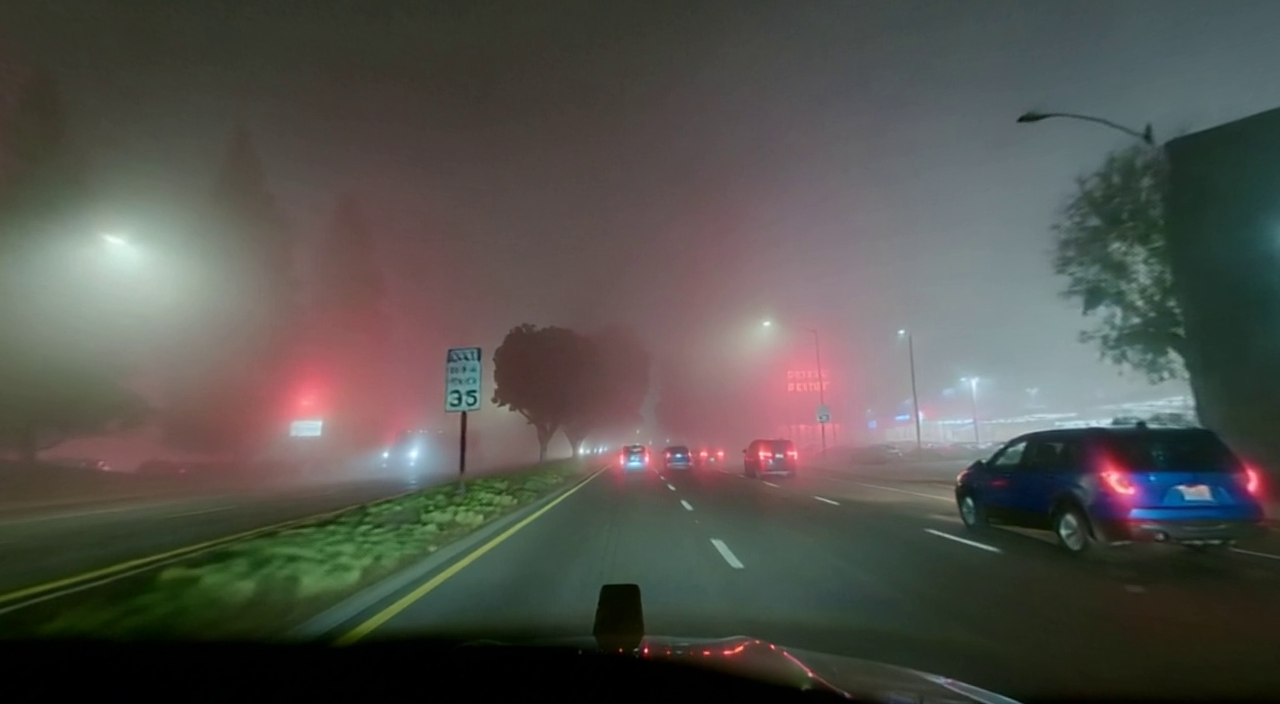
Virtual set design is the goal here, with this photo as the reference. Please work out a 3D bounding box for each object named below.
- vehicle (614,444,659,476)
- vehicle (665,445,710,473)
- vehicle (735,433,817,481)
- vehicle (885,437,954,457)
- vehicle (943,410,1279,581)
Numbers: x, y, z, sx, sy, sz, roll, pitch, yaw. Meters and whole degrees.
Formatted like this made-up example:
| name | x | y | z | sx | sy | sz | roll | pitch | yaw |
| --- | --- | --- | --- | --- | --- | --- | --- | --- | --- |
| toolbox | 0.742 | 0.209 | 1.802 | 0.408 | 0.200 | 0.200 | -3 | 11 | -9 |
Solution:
| name | x | y | z | sx | sy | sz | roll | pitch | yaw |
| --- | --- | --- | --- | --- | --- | --- | --- | --- | --- |
| vehicle | -0.180 | 5.138 | 30.286 | 2.056 | 1.440 | 3.798 | 0 | -8 | -1 |
| vehicle | 2.431 | 5.599 | 33.282 | 1.970 | 1.402 | 3.756 | 0 | -8 | -2 |
| vehicle | 5.499 | 4.334 | 26.309 | 2.140 | 1.811 | 4.593 | 0 | -8 | -3 |
| vehicle | 20.488 | 6.989 | 46.452 | 4.083 | 1.441 | 2.008 | 0 | -8 | -1 |
| vehicle | 6.053 | 1.714 | 8.348 | 1.949 | 1.647 | 4.261 | 0 | -8 | 0 |
